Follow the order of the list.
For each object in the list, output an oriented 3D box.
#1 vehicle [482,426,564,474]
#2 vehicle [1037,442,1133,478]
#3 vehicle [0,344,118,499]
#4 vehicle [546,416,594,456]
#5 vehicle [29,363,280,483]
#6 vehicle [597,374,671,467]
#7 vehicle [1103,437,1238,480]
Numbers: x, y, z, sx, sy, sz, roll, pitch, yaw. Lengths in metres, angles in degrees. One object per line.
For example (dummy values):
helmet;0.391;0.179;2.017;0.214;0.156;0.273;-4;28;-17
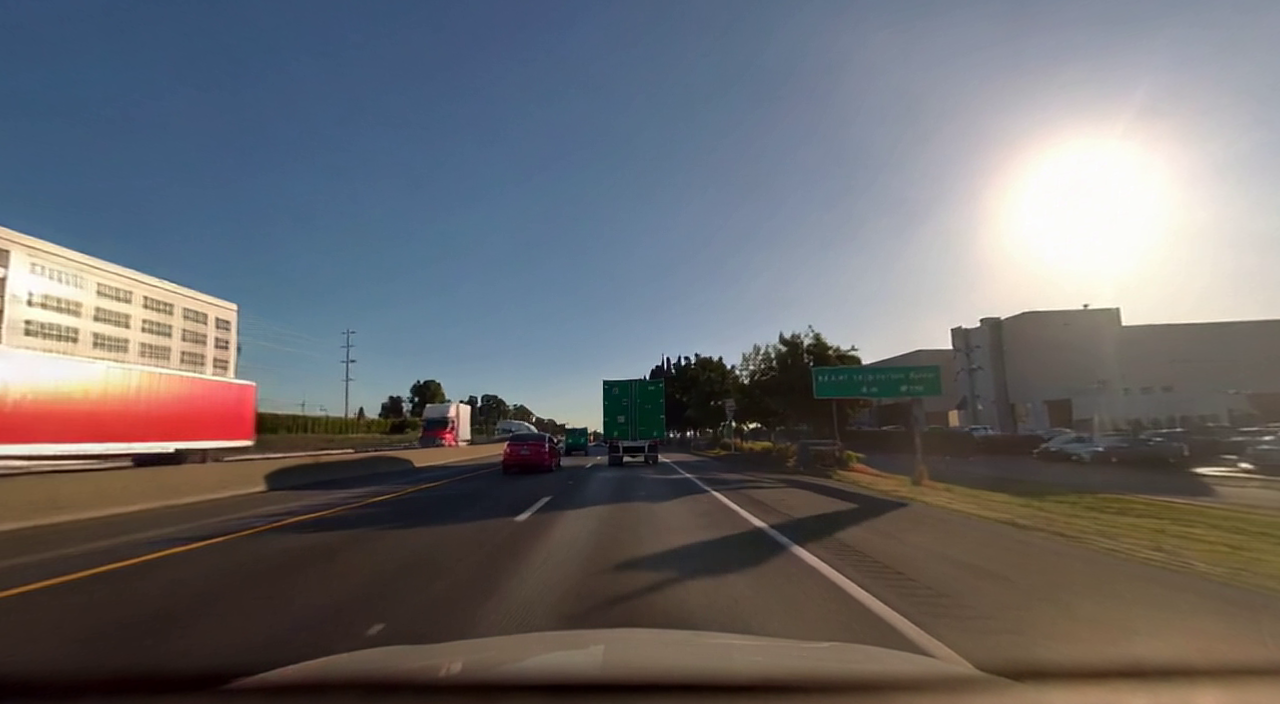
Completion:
vehicle;-4.231;3.626;23.664;2.005;1.602;5.131;0;-8;1
vehicle;22.951;5.528;32.746;1.699;1.625;4.494;-2;-8;0
vehicle;-17.051;1.477;13.703;2.959;3.738;9.951;0;-8;-1
vehicle;-4.973;6.144;46.027;2.717;2.714;6.997;0;-8;-1
vehicle;-17.234;2.725;23.469;2.786;3.661;8.169;0;-8;-1
vehicle;-0.370;3.666;32.765;3.259;4.066;9.891;0;-8;-1
vehicle;23.026;4.612;27.623;1.986;1.605;4.381;-2;-7;-2
